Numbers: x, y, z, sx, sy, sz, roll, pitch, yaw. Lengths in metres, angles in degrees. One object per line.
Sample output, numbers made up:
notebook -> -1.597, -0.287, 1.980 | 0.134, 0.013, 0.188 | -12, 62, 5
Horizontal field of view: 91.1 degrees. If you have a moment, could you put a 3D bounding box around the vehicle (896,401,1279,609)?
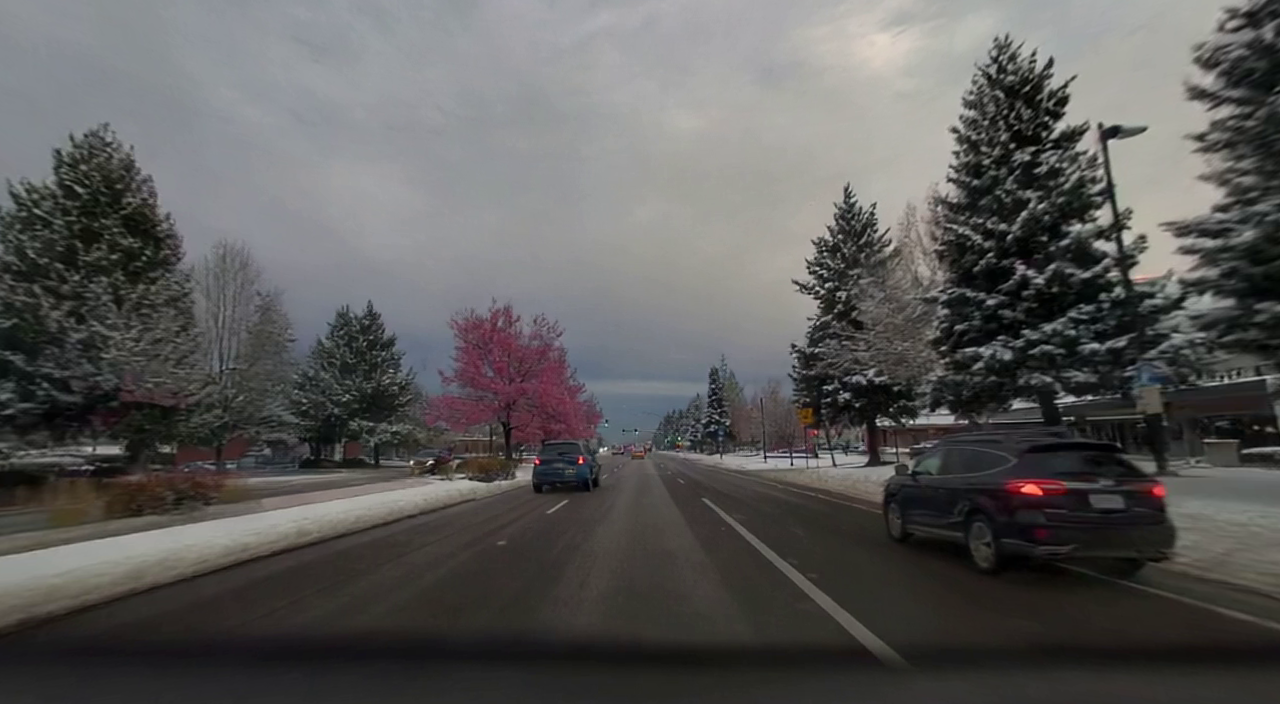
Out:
vehicle -> 5.151, 1.713, 8.175 | 2.363, 1.781, 5.156 | -1, -8, 11

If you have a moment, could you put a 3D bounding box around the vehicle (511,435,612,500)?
vehicle -> -2.159, 3.362, 18.753 | 2.149, 1.701, 4.379 | 0, -8, 4

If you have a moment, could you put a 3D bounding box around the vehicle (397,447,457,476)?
vehicle -> -12.786, 6.575, 37.970 | 2.071, 1.619, 4.567 | 0, -8, -1
